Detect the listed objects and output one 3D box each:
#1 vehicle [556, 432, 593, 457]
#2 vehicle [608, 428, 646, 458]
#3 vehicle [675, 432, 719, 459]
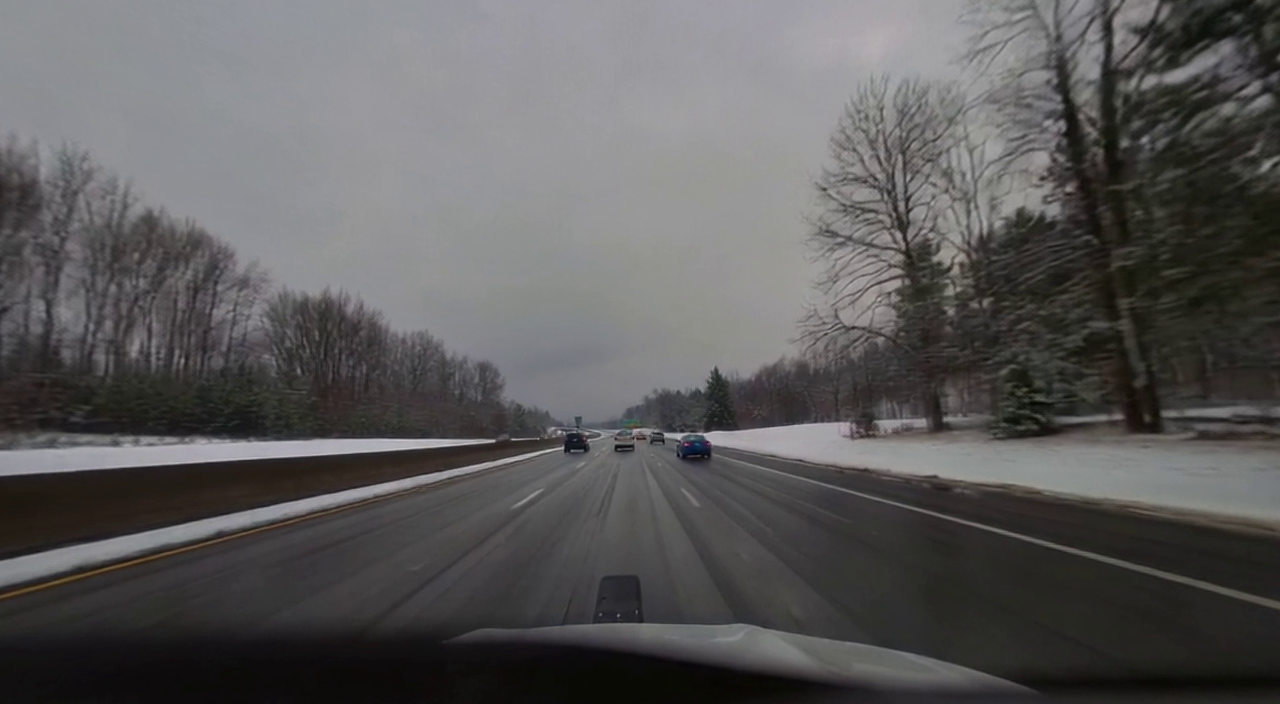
[{"bbox_3d":[-4.189,5.979,40.727,2.041,1.546,4.080,0,-8,-1],"label":"vehicle"},{"bbox_3d":[-0.777,5.517,38.113,2.182,1.680,4.253,0,-8,-1],"label":"vehicle"},{"bbox_3d":[3.312,5.510,37.155,2.056,1.479,4.660,0,-8,-1],"label":"vehicle"}]
